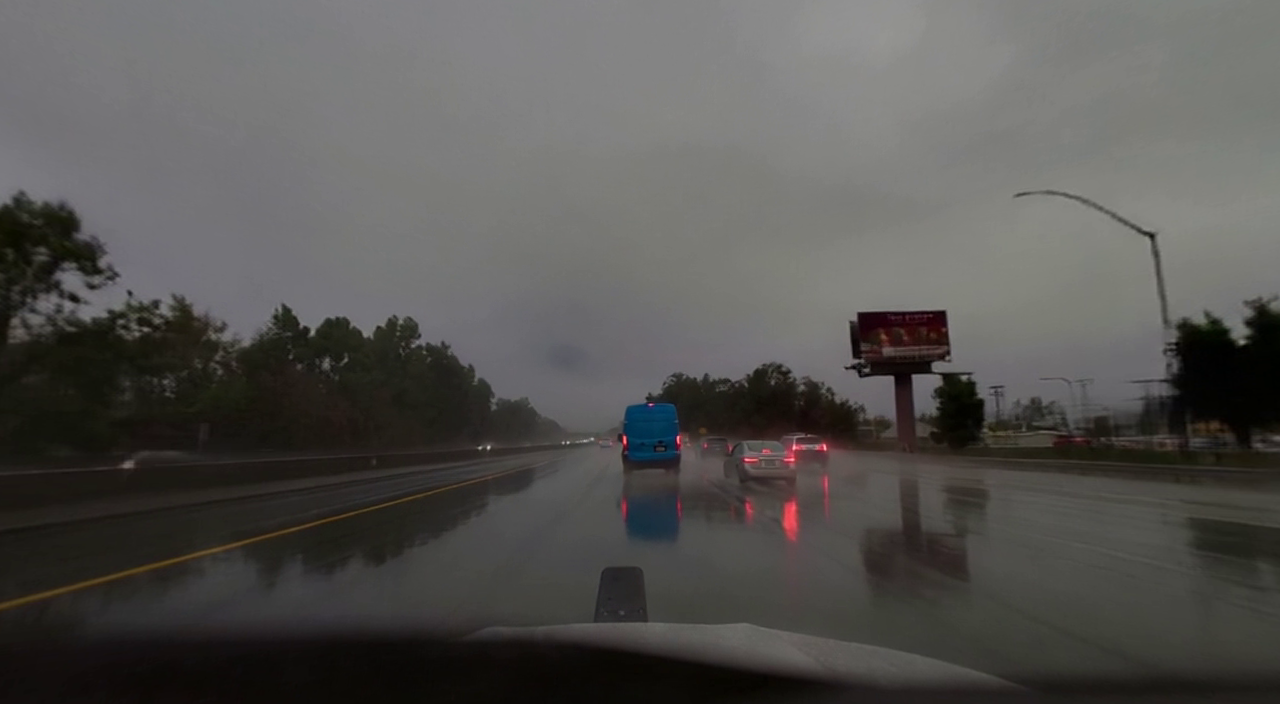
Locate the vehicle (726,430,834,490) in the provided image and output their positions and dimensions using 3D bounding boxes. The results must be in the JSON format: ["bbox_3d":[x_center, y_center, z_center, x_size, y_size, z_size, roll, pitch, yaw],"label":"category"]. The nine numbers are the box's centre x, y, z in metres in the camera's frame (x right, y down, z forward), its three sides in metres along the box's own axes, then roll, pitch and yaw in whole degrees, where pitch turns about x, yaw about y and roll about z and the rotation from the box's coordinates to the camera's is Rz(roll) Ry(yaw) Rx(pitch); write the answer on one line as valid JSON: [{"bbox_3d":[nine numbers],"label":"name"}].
[{"bbox_3d":[3.855,3.050,18.079,2.099,1.510,3.784,0,-8,-2],"label":"vehicle"}]

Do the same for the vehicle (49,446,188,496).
[{"bbox_3d":[-20.469,4.642,24.923,1.971,1.673,4.180,-2,-8,0],"label":"vehicle"}]

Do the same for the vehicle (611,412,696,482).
[{"bbox_3d":[0.283,3.274,21.726,2.546,2.087,5.404,0,-8,-3],"label":"vehicle"}]
